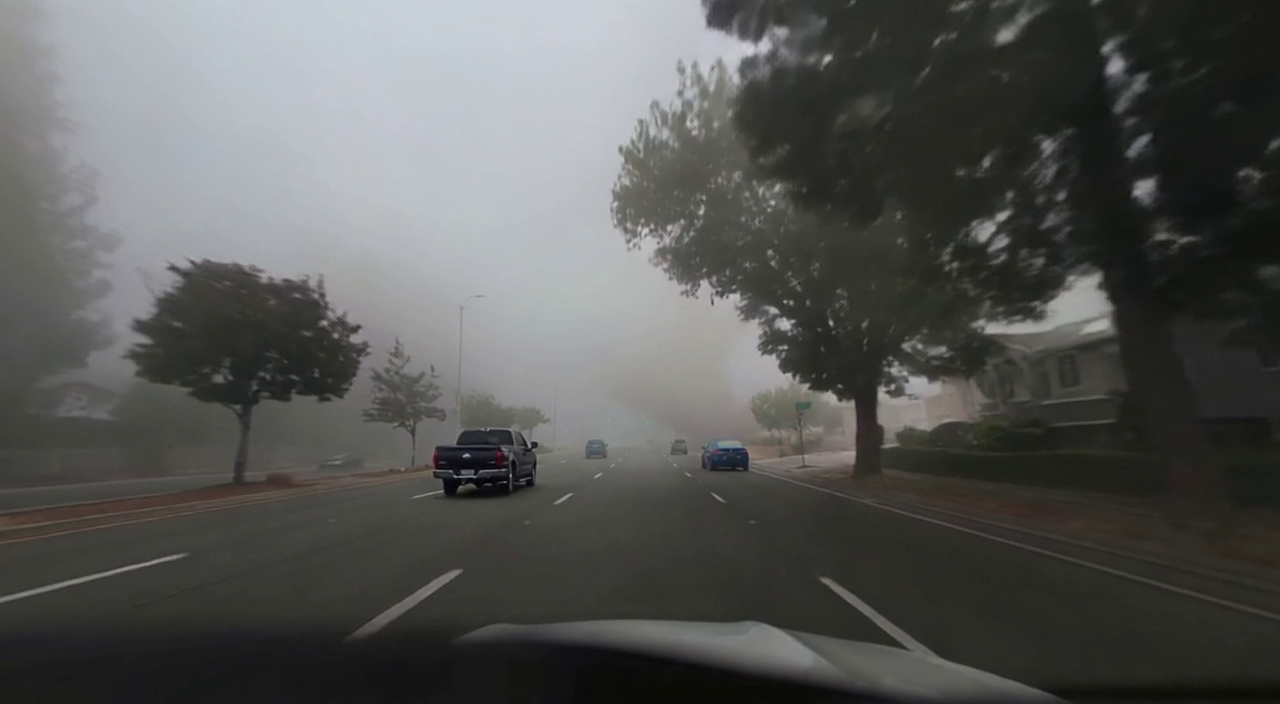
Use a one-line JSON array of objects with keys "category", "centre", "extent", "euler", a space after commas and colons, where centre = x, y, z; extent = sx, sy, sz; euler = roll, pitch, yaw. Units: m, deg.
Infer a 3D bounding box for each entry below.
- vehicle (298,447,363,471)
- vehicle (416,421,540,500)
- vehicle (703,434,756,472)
[{"category": "vehicle", "centre": [-20.374, 7.044, 41.686], "extent": [1.939, 1.475, 4.491], "euler": [0, -8, 1]}, {"category": "vehicle", "centre": [-4.020, 2.798, 16.585], "extent": [2.002, 1.747, 4.728], "euler": [0, -8, 0]}, {"category": "vehicle", "centre": [4.327, 4.936, 31.031], "extent": [2.016, 1.736, 4.356], "euler": [0, -8, 1]}]
